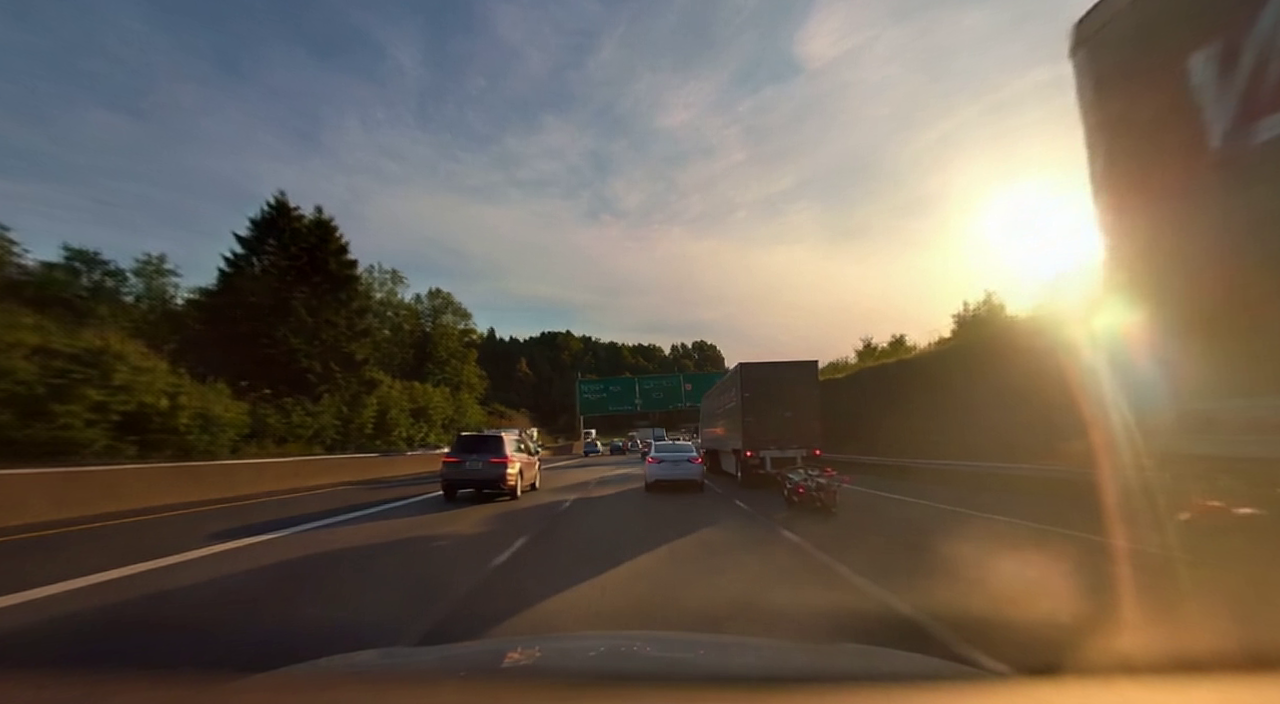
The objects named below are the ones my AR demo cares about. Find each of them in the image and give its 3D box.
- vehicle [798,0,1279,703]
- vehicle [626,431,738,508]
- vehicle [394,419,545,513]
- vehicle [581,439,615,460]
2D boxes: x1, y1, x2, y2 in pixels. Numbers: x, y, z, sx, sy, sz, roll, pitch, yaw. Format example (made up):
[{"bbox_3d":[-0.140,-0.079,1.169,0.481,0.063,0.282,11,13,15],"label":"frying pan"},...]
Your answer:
[{"bbox_3d":[4.536,-0.270,4.117,2.967,4.347,15.373,0,-8,0],"label":"vehicle"},{"bbox_3d":[0.814,2.606,14.606,2.200,1.495,4.282,0,-8,0],"label":"vehicle"},{"bbox_3d":[-3.512,2.419,14.008,2.006,1.729,4.447,0,-8,2],"label":"vehicle"},{"bbox_3d":[-3.191,7.518,48.995,2.181,1.538,4.169,0,-8,2],"label":"vehicle"}]
